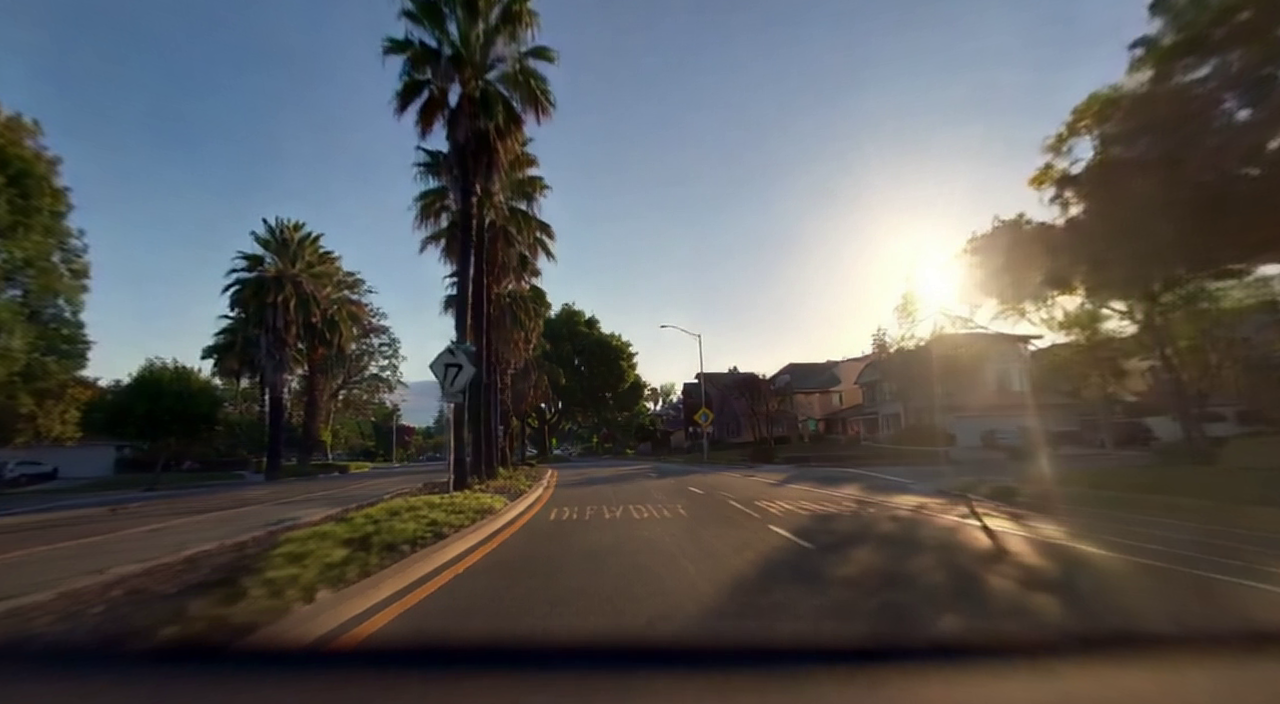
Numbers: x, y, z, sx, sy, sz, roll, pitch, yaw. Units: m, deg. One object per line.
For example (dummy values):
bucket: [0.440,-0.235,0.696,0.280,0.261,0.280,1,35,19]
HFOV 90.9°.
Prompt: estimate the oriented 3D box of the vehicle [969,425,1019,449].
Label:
vehicle: [23.723,5.697,42.413,1.702,1.536,3.896,-1,-8,11]

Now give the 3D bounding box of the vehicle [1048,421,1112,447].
vehicle: [29.636,5.568,42.571,1.798,1.621,3.735,-1,-9,4]

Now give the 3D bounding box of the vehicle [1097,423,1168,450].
vehicle: [32.402,5.618,41.609,1.854,1.512,4.082,-6,-10,9]

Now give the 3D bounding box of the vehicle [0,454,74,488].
vehicle: [-38.815,7.491,40.049,2.227,1.905,5.954,3,-9,-23]

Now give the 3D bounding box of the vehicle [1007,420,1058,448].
vehicle: [25.919,5.407,41.790,1.994,1.714,4.222,-2,-7,20]
